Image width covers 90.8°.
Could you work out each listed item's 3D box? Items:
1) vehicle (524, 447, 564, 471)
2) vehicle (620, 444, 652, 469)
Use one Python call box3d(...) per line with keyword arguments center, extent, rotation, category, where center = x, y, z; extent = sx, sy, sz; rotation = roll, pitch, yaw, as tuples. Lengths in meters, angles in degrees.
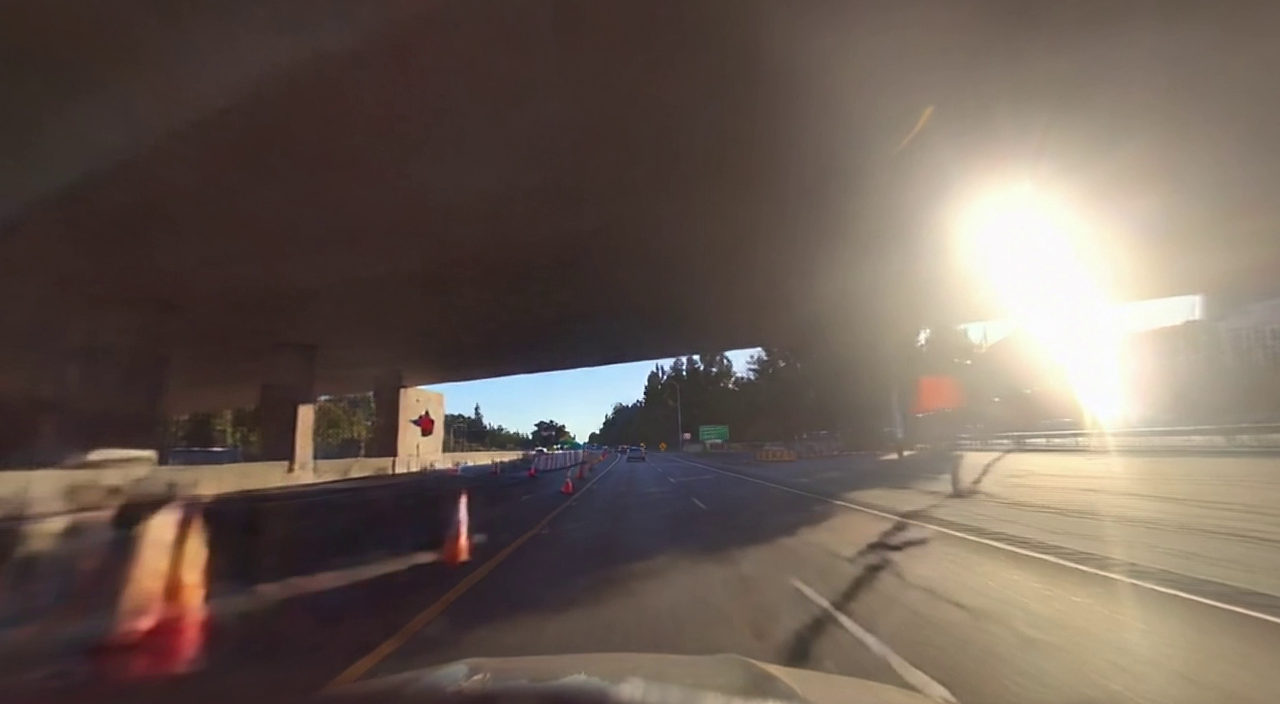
box3d(center=(-6.332, 7.061, 41.926), extent=(1.997, 1.507, 4.248), rotation=(0, -9, 0), category="vehicle")
box3d(center=(-0.305, 7.205, 43.641), extent=(2.109, 1.638, 3.856), rotation=(0, -9, -1), category="vehicle")
